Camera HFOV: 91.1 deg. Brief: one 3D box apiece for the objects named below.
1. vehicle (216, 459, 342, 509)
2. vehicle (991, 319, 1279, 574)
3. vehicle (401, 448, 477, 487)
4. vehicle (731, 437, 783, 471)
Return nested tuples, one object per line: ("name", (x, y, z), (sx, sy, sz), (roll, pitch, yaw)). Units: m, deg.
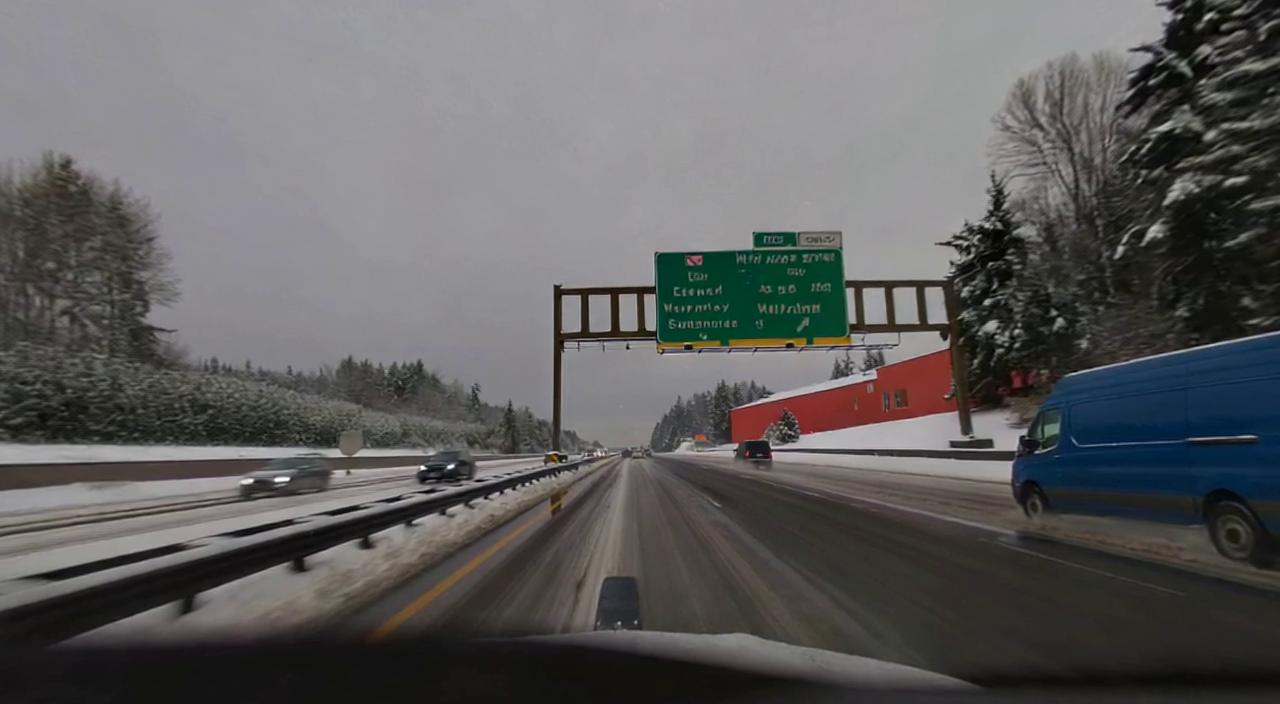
("vehicle", (-12.090, 4.415, 21.417), (1.821, 1.433, 4.166), (0, -9, -1))
("vehicle", (7.791, 1.301, 8.607), (2.283, 2.631, 6.053), (0, -9, -1))
("vehicle", (-8.569, 4.932, 27.157), (1.932, 1.518, 4.068), (0, -9, 0))
("vehicle", (7.128, 6.275, 38.831), (2.156, 1.943, 5.010), (0, -9, -1))
